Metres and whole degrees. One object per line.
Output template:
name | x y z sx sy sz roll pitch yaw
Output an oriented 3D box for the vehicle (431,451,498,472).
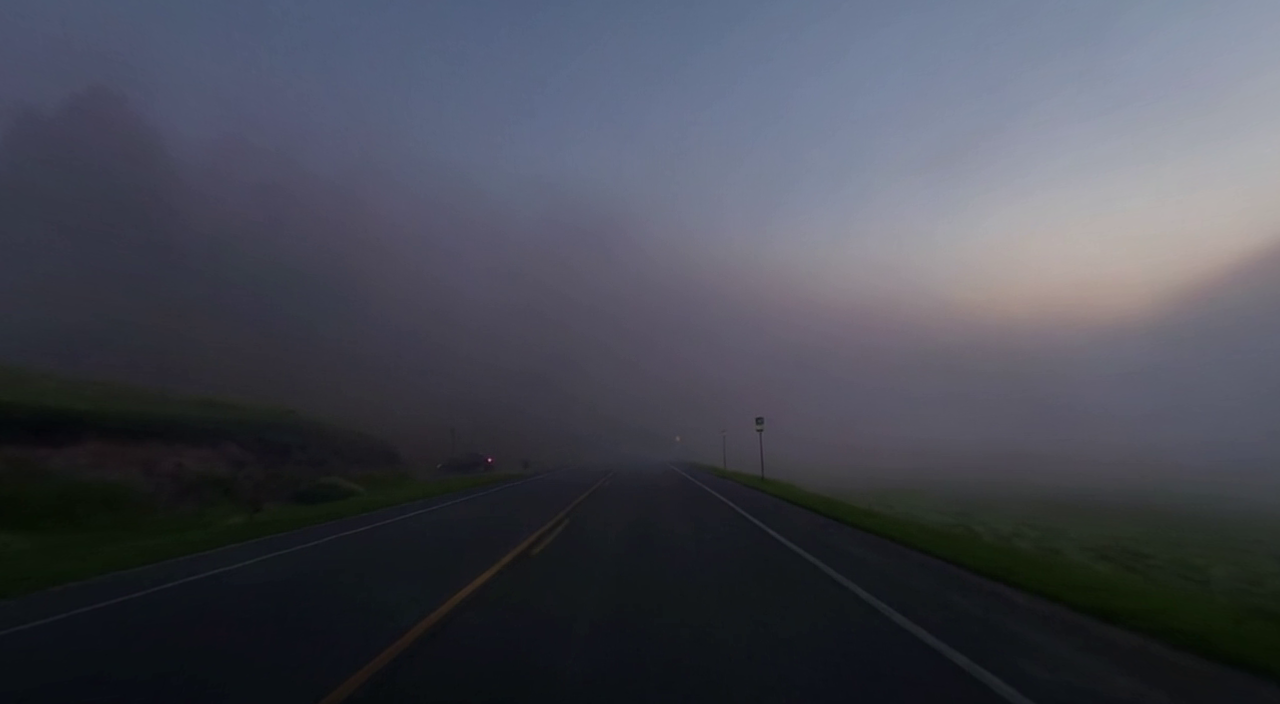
vehicle | -12.464 7.803 44.999 4.266 1.425 1.759 0 -8 -2
